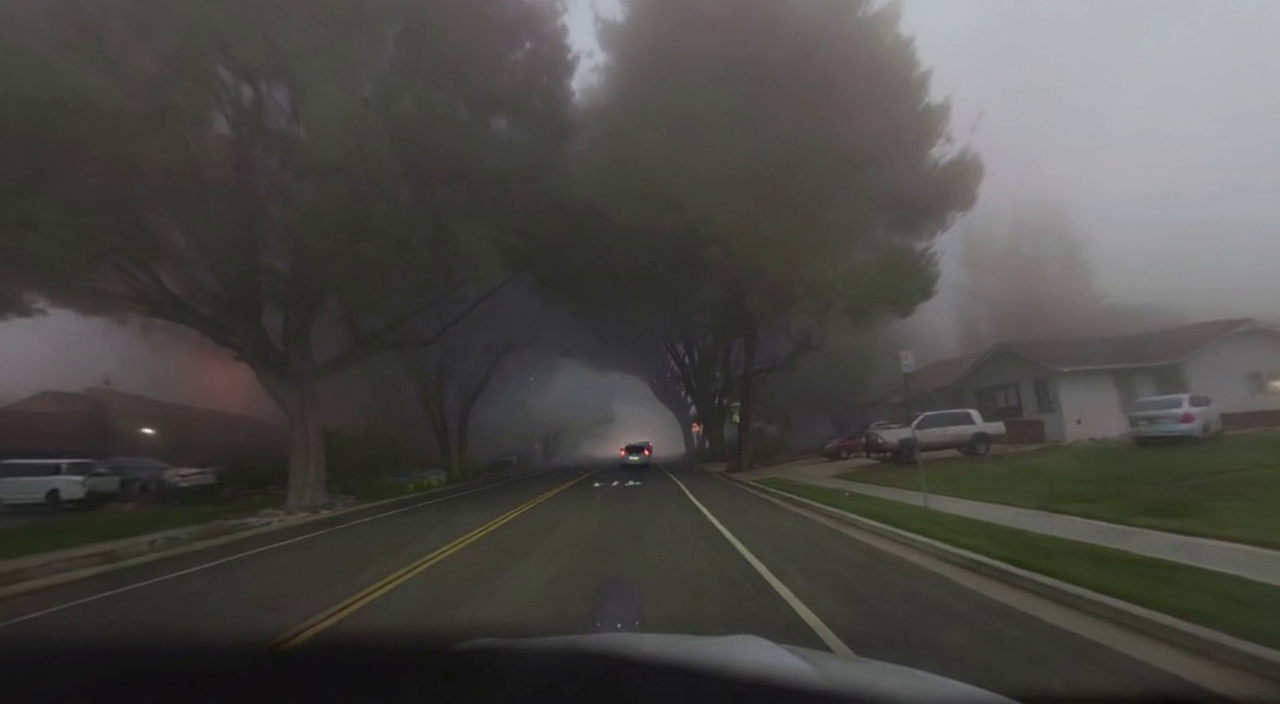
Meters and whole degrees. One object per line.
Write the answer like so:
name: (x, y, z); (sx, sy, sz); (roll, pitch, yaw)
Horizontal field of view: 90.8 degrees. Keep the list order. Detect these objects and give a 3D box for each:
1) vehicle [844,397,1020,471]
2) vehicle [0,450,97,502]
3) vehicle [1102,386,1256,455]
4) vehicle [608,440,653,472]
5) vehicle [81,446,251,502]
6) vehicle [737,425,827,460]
vehicle: (9.473, 2.716, 20.805); (4.634, 1.723, 1.966); (-7, -9, -3)
vehicle: (-22.671, 4.435, 22.840); (4.181, 1.784, 1.907); (0, -9, -1)
vehicle: (15.478, 1.934, 18.096); (4.462, 1.699, 2.145); (2, -9, -35)
vehicle: (-0.477, 5.157, 31.471); (2.098, 1.483, 4.099); (0, -9, -1)
vehicle: (-17.184, 4.415, 23.114); (4.463, 1.917, 1.970); (1, -9, -5)
vehicle: (8.463, 5.449, 37.969); (4.740, 1.467, 2.074); (-6, -8, -3)
